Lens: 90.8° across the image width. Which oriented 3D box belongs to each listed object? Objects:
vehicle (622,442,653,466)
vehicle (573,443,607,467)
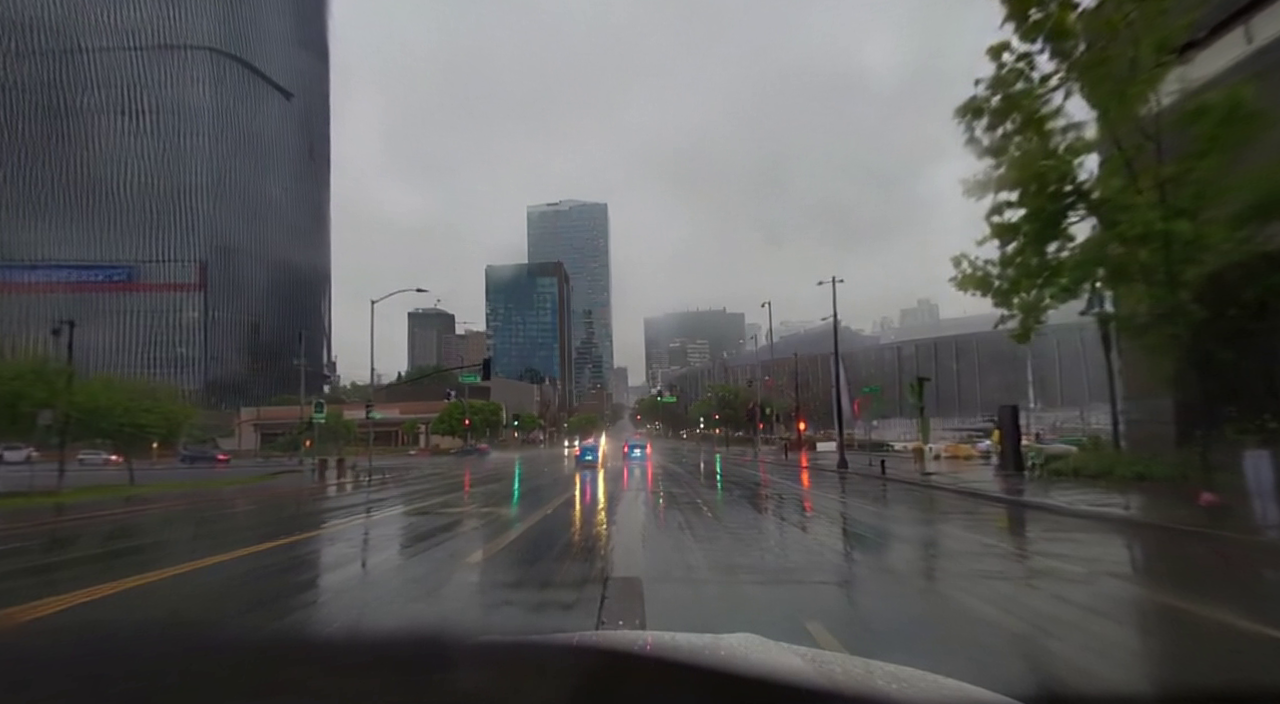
[{"bbox_3d":[-0.159,6.781,42.218,2.016,1.478,3.795,0,-8,0],"label":"vehicle"},{"bbox_3d":[-3.353,7.010,43.233,1.995,1.479,4.627,0,-8,0],"label":"vehicle"}]
